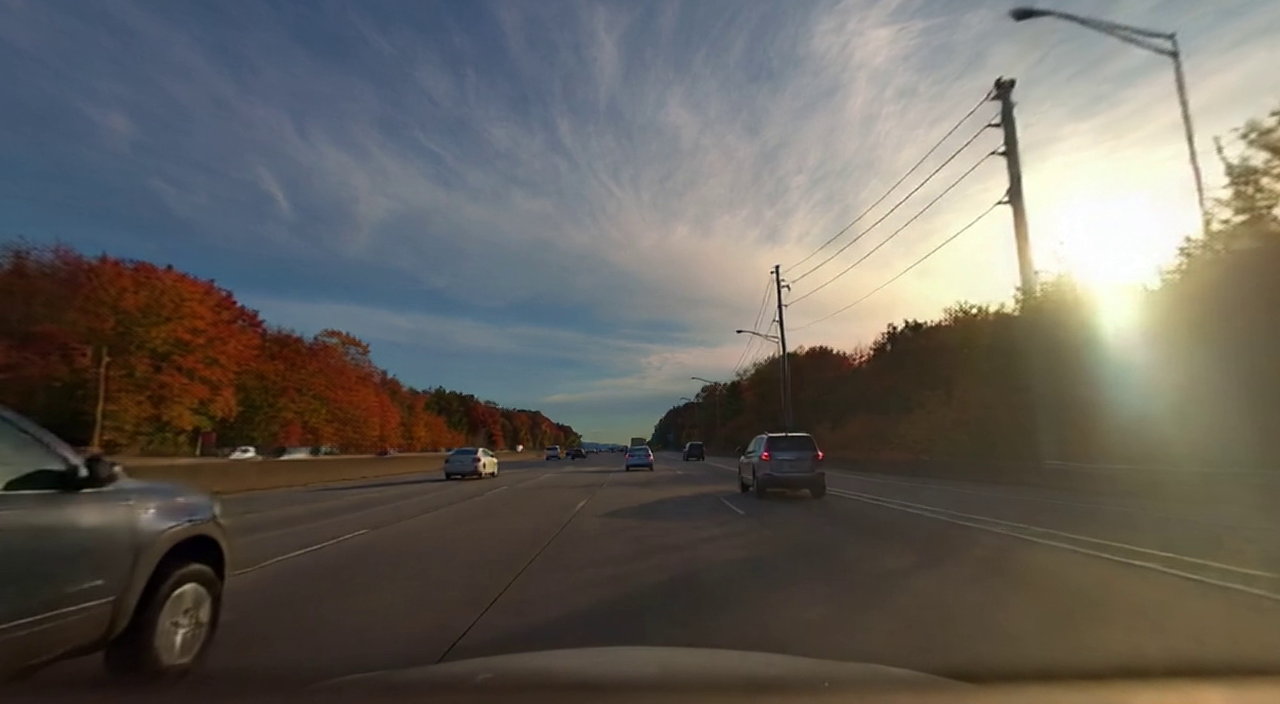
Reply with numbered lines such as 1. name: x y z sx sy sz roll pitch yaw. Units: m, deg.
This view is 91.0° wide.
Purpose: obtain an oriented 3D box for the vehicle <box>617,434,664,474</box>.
1. vehicle: 0.060 5.502 34.065 2.372 1.957 5.121 0 -9 1

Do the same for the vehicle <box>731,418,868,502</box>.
1. vehicle: 4.230 3.033 17.993 2.388 1.998 5.749 0 -9 0

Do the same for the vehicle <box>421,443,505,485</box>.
1. vehicle: -6.931 4.430 25.227 2.014 1.526 4.577 0 -9 1

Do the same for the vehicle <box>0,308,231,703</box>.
1. vehicle: -3.295 0.577 1.054 2.154 1.783 4.476 0 -9 0
